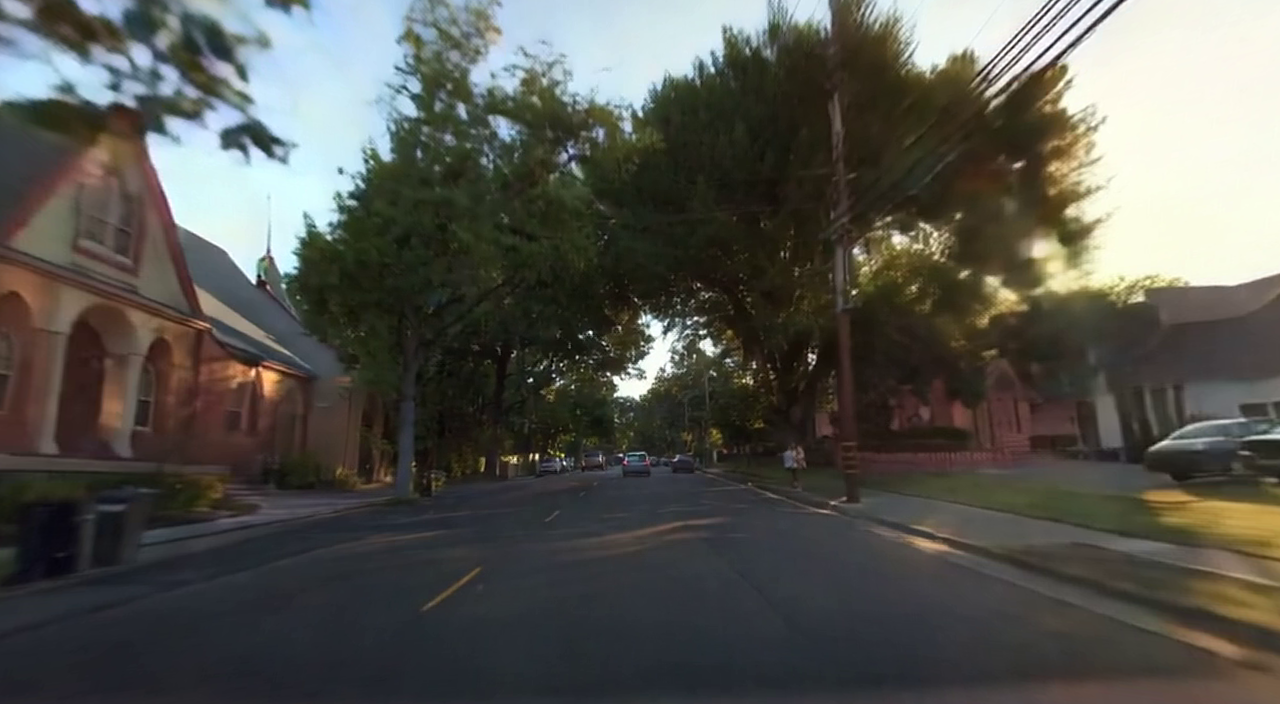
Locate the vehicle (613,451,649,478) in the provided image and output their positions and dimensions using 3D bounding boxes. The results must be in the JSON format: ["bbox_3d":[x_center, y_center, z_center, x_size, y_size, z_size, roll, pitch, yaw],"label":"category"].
[{"bbox_3d":[-0.549,6.751,38.085,2.093,1.497,4.010,0,-9,-1],"label":"vehicle"}]
